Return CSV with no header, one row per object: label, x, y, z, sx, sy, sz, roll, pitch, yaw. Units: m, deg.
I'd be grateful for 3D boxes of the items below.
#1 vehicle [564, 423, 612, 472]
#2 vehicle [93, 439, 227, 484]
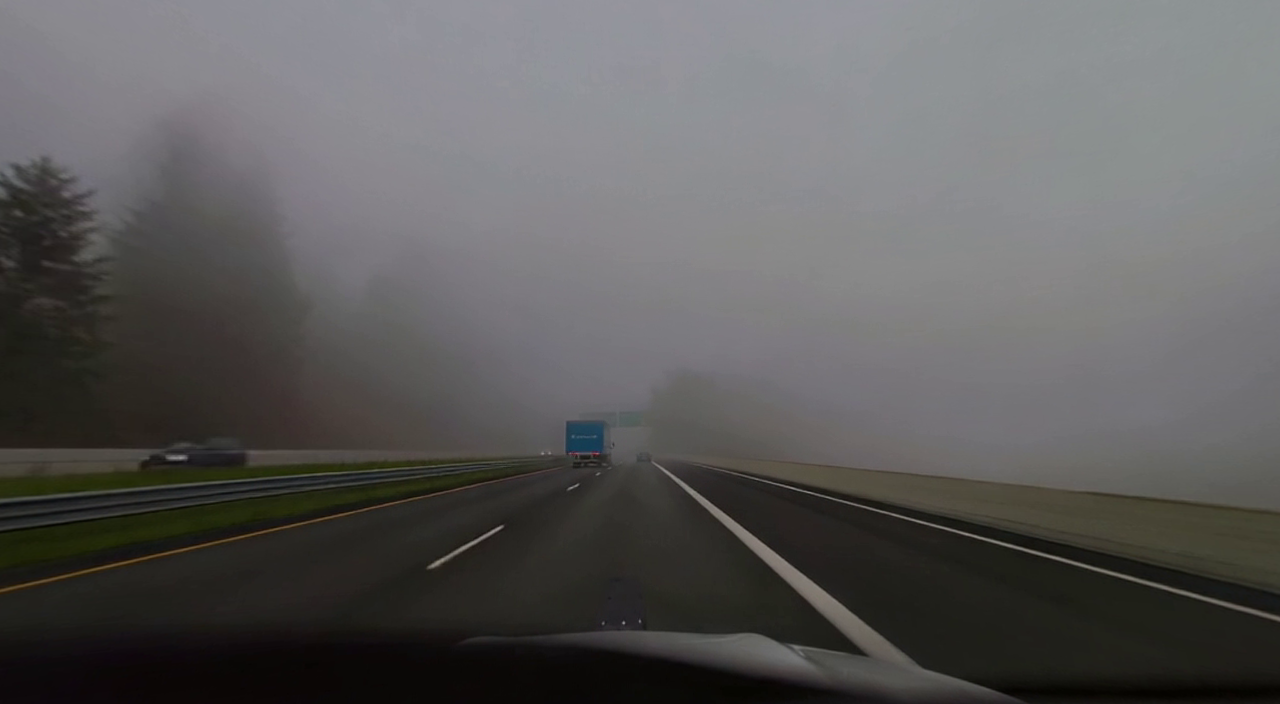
vehicle,-3.536,6.701,44.359,2.695,3.151,6.885,0,-9,1
vehicle,-17.653,4.024,23.448,1.757,1.491,4.055,0,-9,0
